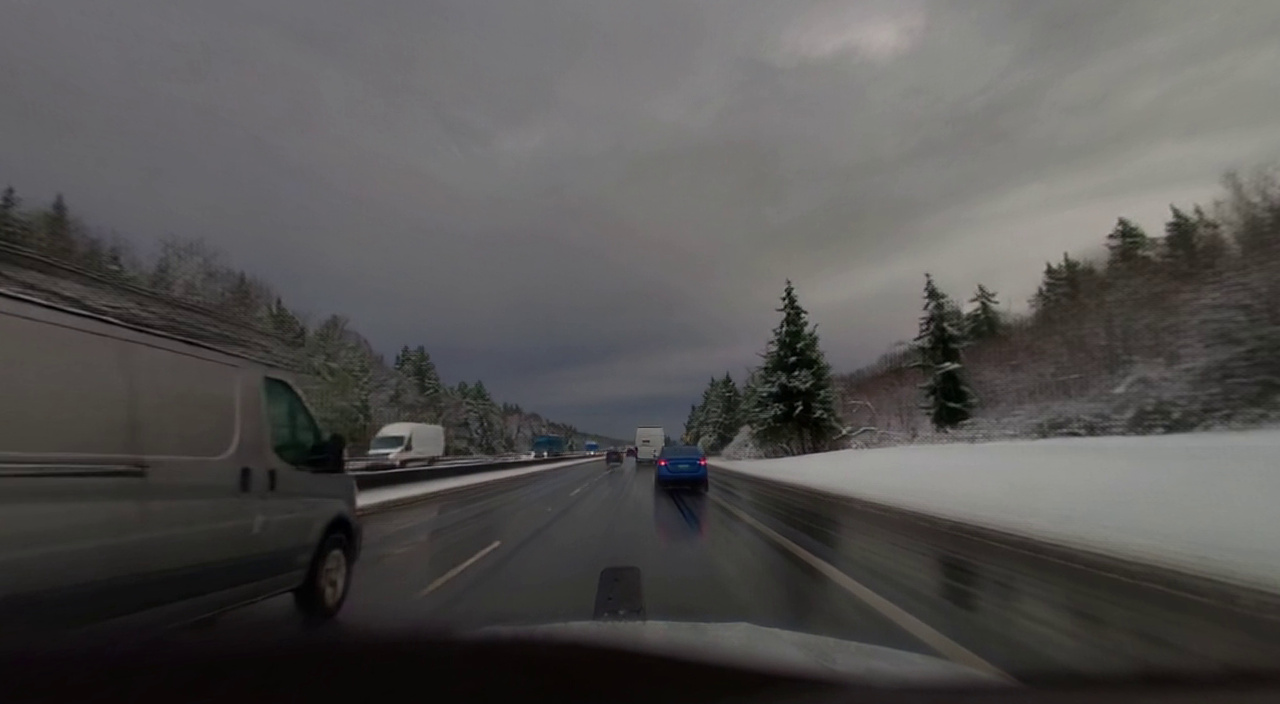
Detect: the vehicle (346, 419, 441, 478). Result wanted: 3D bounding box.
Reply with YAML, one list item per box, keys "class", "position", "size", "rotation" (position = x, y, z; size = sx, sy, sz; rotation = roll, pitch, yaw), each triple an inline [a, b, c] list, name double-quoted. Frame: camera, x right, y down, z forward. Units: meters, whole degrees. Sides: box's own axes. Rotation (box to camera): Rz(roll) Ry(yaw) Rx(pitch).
- class: "vehicle"
  position: [-16.835, 6.714, 43.803]
  size: [2.942, 3.682, 8.180]
  rotation: [0, -9, 2]

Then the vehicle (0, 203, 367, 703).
- class: "vehicle"
  position: [-3.085, 0.579, 1.996]
  size: [2.217, 2.033, 4.975]
  rotation: [0, -9, 0]

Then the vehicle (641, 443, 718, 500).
- class: "vehicle"
  position: [1.045, 3.458, 18.594]
  size: [2.012, 1.485, 3.649]
  rotation: [0, -9, 0]
